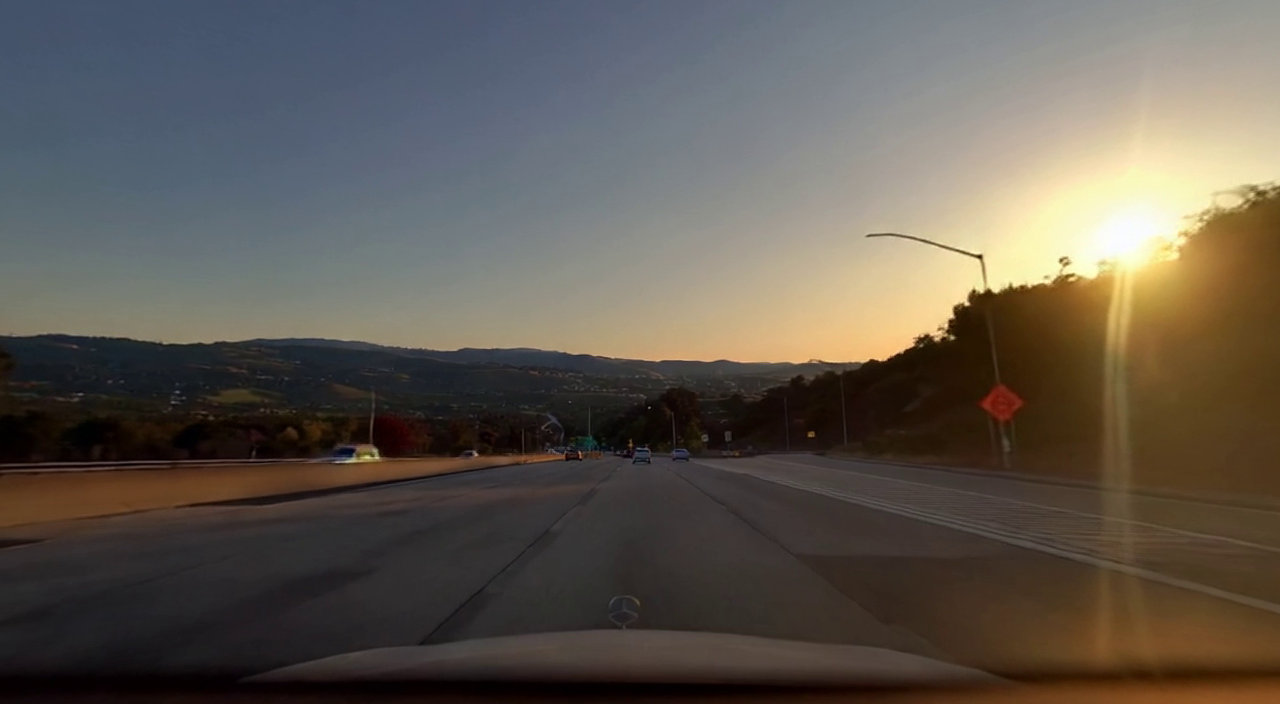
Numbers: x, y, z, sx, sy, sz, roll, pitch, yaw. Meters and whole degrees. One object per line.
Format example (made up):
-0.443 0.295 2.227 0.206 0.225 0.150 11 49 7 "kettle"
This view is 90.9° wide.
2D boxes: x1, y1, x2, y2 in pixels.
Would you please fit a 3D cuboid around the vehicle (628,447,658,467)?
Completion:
0.199 8.155 49.115 2.193 1.497 4.337 0 -9 -1 "vehicle"

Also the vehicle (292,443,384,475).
-17.442 6.184 36.854 2.241 1.653 6.297 0 -9 0 "vehicle"
